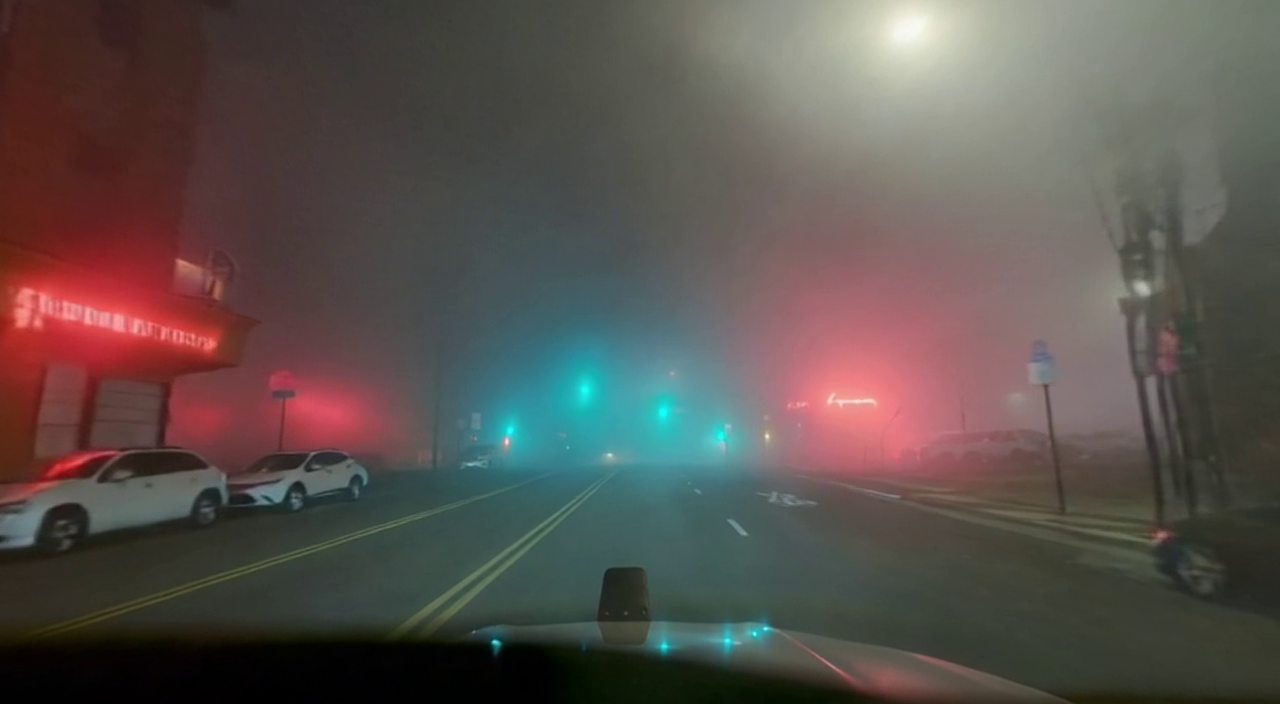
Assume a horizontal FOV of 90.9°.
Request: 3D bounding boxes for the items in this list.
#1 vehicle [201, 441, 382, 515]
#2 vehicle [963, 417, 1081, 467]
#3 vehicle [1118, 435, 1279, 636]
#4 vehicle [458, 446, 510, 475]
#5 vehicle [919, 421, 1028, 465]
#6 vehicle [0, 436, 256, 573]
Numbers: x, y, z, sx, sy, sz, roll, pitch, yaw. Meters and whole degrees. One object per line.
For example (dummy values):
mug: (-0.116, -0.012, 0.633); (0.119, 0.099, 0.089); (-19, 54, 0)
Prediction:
vehicle: (-8.743, 3.153, 16.423); (1.961, 1.627, 4.634); (-1, -8, 2)
vehicle: (17.964, 4.298, 30.079); (2.145, 2.151, 5.636); (-1, -8, 1)
vehicle: (6.040, 1.357, 4.310); (1.989, 1.571, 4.607); (0, -8, 2)
vehicle: (-8.948, 6.242, 36.600); (1.908, 1.529, 4.522); (0, -8, -1)
vehicle: (15.317, 4.252, 29.403); (2.180, 1.848, 5.417); (0, -8, 1)
vehicle: (-8.990, 2.304, 10.507); (2.004, 1.709, 4.941); (-1, -8, 1)
